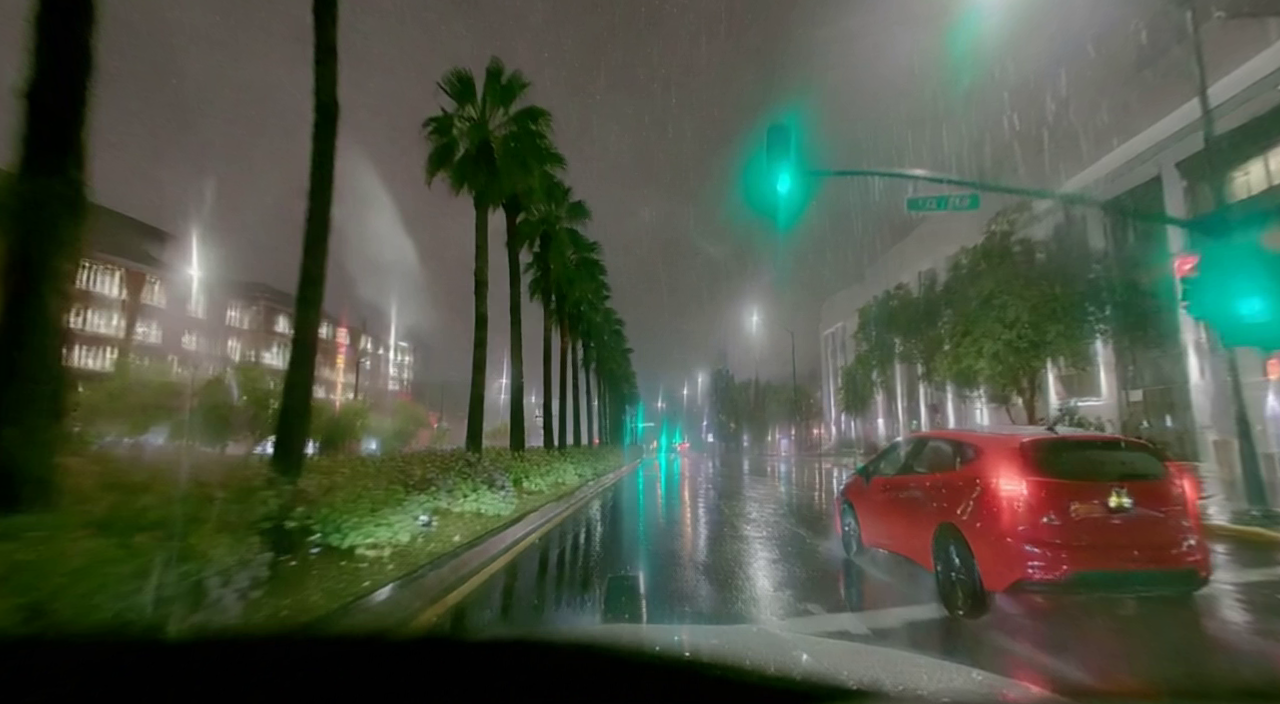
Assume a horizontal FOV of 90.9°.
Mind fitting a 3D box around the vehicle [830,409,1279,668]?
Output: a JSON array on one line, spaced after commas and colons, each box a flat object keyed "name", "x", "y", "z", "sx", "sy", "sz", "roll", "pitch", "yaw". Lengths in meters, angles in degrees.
[{"name": "vehicle", "x": 3.418, "y": 1.449, "z": 6.044, "sx": 1.867, "sy": 1.554, "sz": 4.301, "roll": 0, "pitch": -8, "yaw": 1}]
